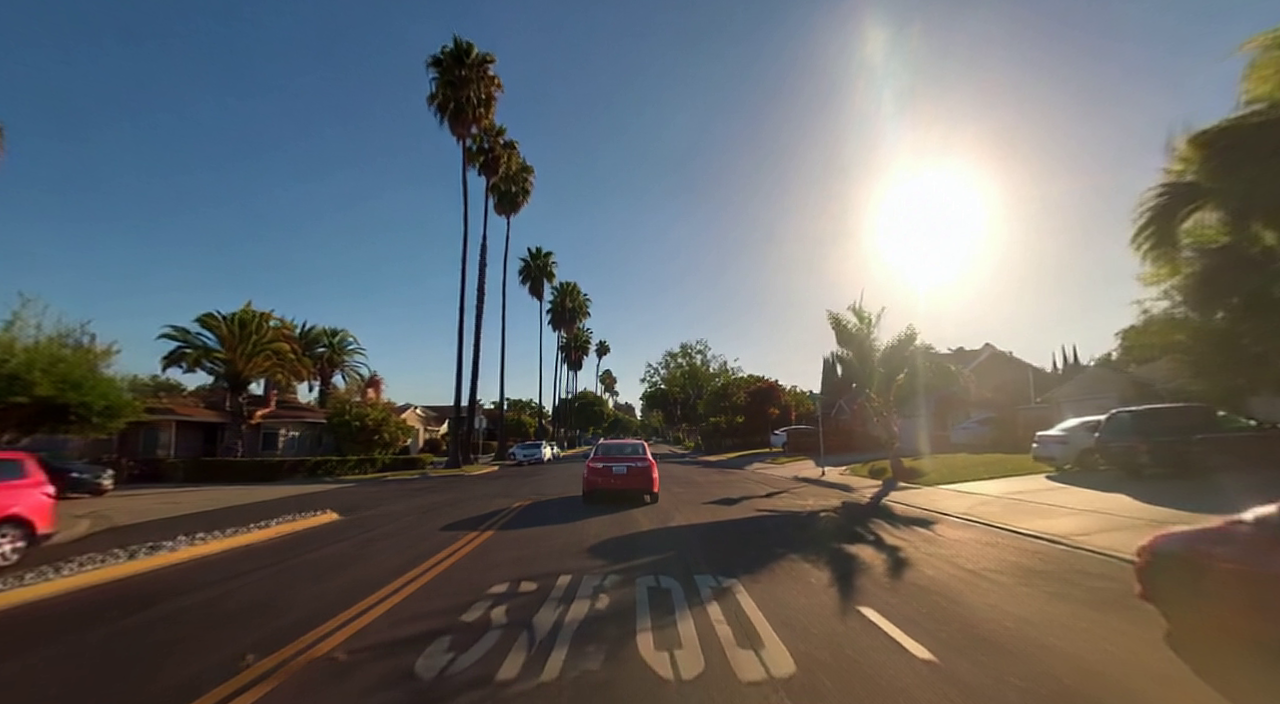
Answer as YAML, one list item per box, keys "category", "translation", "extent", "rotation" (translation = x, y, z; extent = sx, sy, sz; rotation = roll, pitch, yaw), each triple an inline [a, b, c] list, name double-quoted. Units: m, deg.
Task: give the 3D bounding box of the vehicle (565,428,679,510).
- category: "vehicle"
  translation: [-0.373, 2.470, 13.745]
  extent: [2.098, 1.483, 4.099]
  rotation: [0, -9, -1]

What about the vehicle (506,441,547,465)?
- category: "vehicle"
  translation: [-8.192, 7.312, 46.056]
  extent: [2.069, 1.441, 4.368]
  rotation: [-3, -7, 1]

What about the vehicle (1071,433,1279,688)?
- category: "vehicle"
  translation: [4.829, 1.113, 2.891]
  extent: [2.013, 1.501, 5.235]
  rotation: [0, -9, 0]

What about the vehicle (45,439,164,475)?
- category: "vehicle"
  translation: [-29.497, 5.767, 35.044]
  extent: [1.918, 1.821, 4.769]
  rotation: [-2, -9, 10]
